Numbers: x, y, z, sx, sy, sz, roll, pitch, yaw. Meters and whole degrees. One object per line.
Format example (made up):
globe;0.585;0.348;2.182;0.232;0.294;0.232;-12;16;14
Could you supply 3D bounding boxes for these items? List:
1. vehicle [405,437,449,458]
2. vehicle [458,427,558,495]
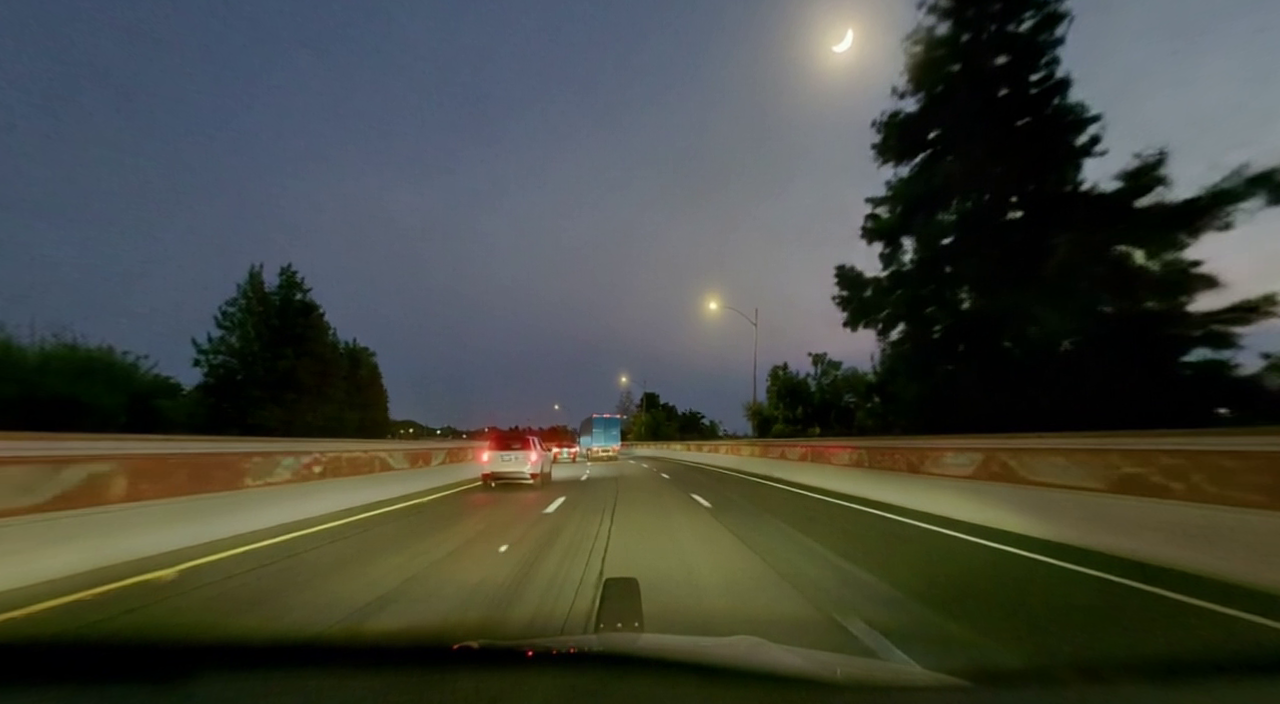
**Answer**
vehicle;-15.539;7.004;46.231;1.953;1.501;4.268;1;-9;-3
vehicle;-3.688;3.149;18.528;2.041;1.734;4.391;0;-9;-1
